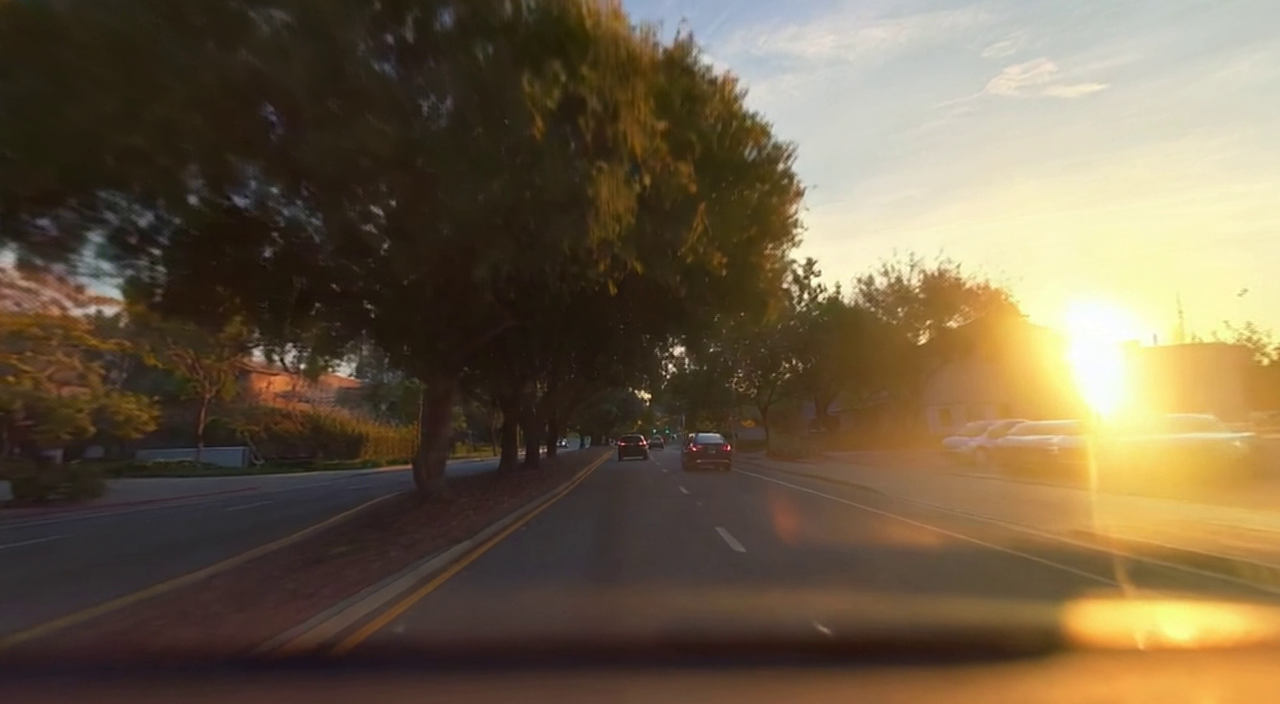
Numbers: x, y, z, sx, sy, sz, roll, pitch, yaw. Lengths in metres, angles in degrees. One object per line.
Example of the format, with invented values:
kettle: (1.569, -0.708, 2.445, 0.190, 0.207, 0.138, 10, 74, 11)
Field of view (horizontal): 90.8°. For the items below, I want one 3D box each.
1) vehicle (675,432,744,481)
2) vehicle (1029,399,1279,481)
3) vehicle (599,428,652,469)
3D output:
vehicle: (2.467, 3.832, 23.458, 2.003, 1.614, 4.072, 0, -8, -1)
vehicle: (11.300, 1.908, 13.610, 4.557, 1.509, 1.971, -8, -11, 43)
vehicle: (-0.722, 4.874, 32.138, 2.488, 1.881, 4.814, 0, -8, -1)
